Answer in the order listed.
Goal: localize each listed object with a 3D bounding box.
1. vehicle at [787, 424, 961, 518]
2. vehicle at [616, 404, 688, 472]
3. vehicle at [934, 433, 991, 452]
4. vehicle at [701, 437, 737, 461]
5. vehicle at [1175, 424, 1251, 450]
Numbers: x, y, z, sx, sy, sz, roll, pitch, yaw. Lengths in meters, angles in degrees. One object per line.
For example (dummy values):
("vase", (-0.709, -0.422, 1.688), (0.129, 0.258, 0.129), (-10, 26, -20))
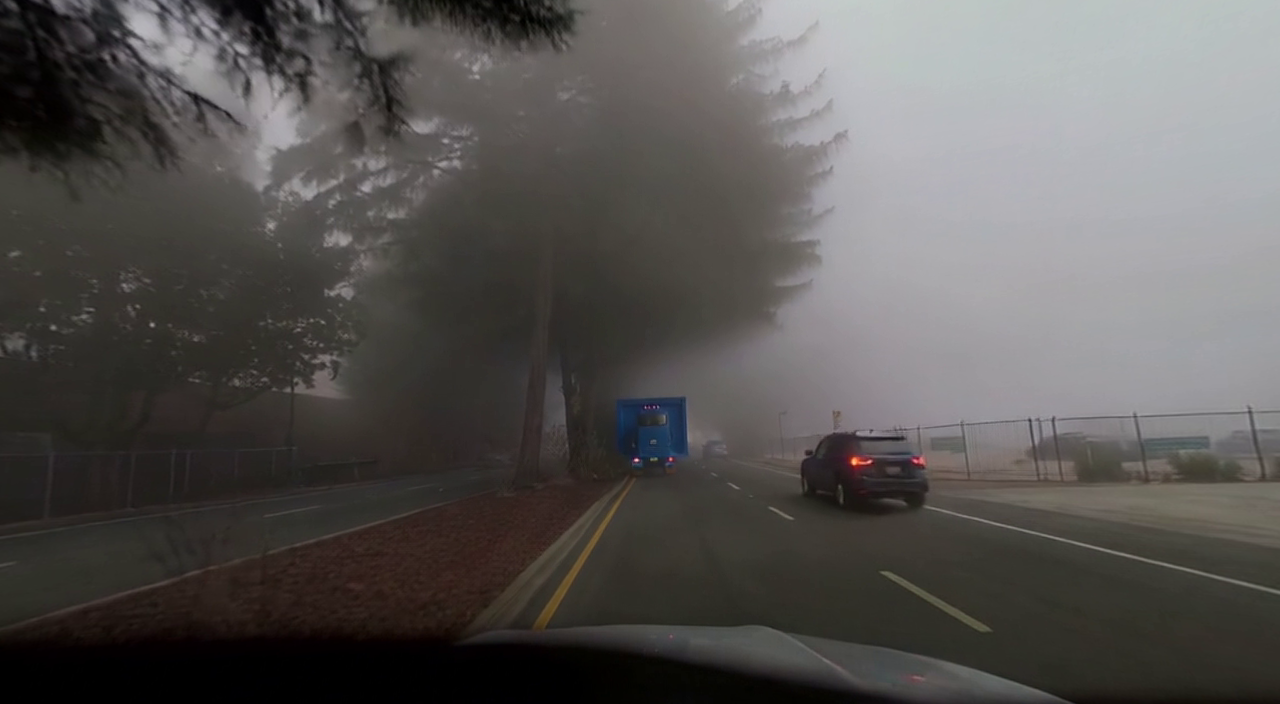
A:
("vehicle", (4.708, 2.462, 13.576), (2.076, 1.661, 4.524), (0, -8, 1))
("vehicle", (0.643, 4.343, 31.662), (3.197, 2.963, 7.055), (0, -8, 2))
("vehicle", (23.614, 6.669, 46.200), (3.251, 1.321, 1.555), (-1, -8, 0))
("vehicle", (5.729, 7.103, 46.257), (2.151, 1.662, 4.543), (0, -8, 0))
("vehicle", (43.801, 6.528, 48.370), (2.050, 1.801, 5.143), (-5, -8, 15))
